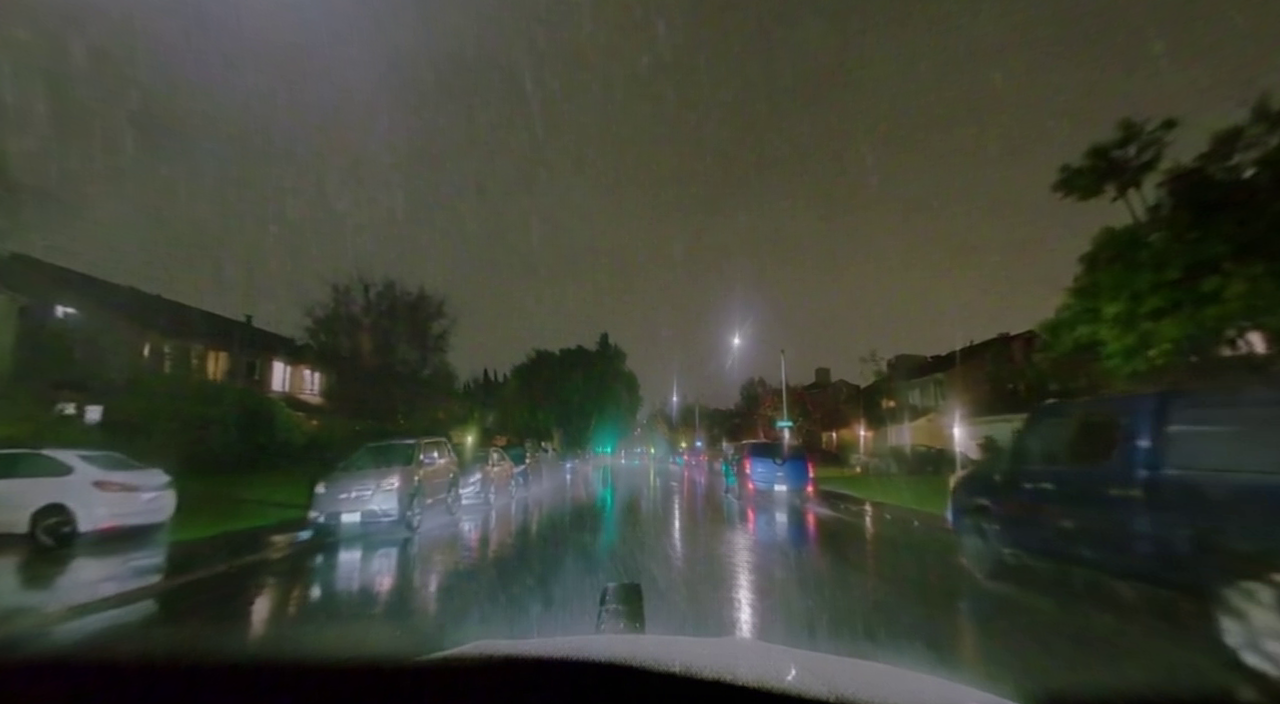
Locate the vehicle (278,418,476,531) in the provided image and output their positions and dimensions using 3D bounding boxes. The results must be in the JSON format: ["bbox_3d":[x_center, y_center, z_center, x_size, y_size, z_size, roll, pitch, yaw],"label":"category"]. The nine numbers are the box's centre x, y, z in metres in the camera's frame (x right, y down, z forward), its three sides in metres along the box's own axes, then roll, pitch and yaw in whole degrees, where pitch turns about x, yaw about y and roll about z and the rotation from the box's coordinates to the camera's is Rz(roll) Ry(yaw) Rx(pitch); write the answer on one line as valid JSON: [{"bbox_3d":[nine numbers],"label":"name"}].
[{"bbox_3d":[-4.881,2.389,12.594,2.035,1.822,4.348,1,-10,0],"label":"vehicle"}]

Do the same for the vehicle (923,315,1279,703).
[{"bbox_3d":[5.008,1.204,5.464,2.384,2.317,5.579,0,-9,-1],"label":"vehicle"}]

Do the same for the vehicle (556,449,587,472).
[{"bbox_3d":[-5.009,8.019,46.701,1.983,1.579,3.879,1,-9,-2],"label":"vehicle"}]

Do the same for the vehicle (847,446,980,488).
[{"bbox_3d":[10.485,4.411,24.442,4.244,1.479,1.969,1,-9,-3],"label":"vehicle"}]

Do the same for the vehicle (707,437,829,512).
[{"bbox_3d":[3.669,3.636,19.519,2.415,1.963,5.688,0,-8,-2],"label":"vehicle"}]

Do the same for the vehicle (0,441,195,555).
[{"bbox_3d":[-9.616,2.119,9.539,4.370,1.509,1.879,0,-9,2],"label":"vehicle"}]
